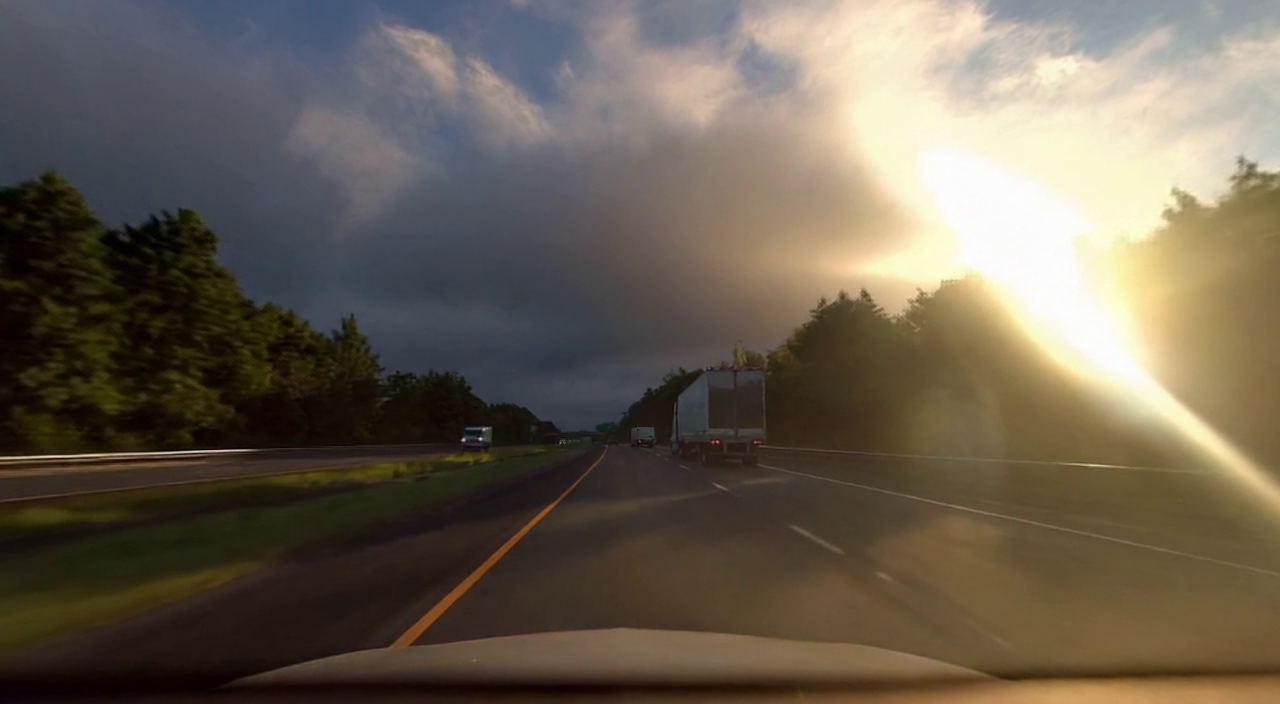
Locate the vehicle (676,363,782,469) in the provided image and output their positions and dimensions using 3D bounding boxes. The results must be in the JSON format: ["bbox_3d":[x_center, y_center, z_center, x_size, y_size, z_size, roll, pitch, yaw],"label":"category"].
[{"bbox_3d":[3.759,3.296,30.541,2.974,4.003,12.849,1,-8,-1],"label":"vehicle"}]
